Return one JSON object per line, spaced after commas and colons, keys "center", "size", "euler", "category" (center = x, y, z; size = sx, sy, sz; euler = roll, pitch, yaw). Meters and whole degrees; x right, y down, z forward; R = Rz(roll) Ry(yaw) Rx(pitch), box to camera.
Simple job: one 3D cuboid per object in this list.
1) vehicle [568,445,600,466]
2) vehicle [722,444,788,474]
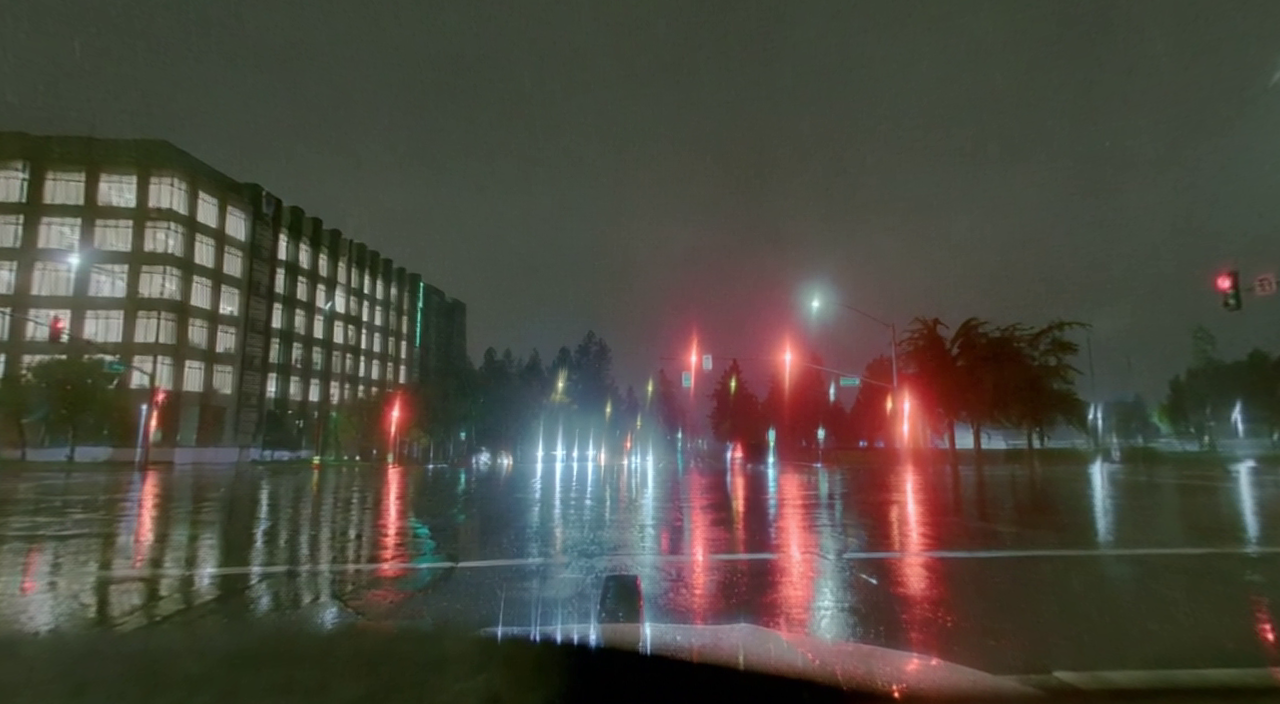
{"center": [-4.333, 8.131, 49.753], "size": [2.130, 1.613, 4.121], "euler": [0, -8, 0], "category": "vehicle"}
{"center": [6.184, 5.626, 33.629], "size": [2.043, 1.454, 4.424], "euler": [-5, -10, 30], "category": "vehicle"}
